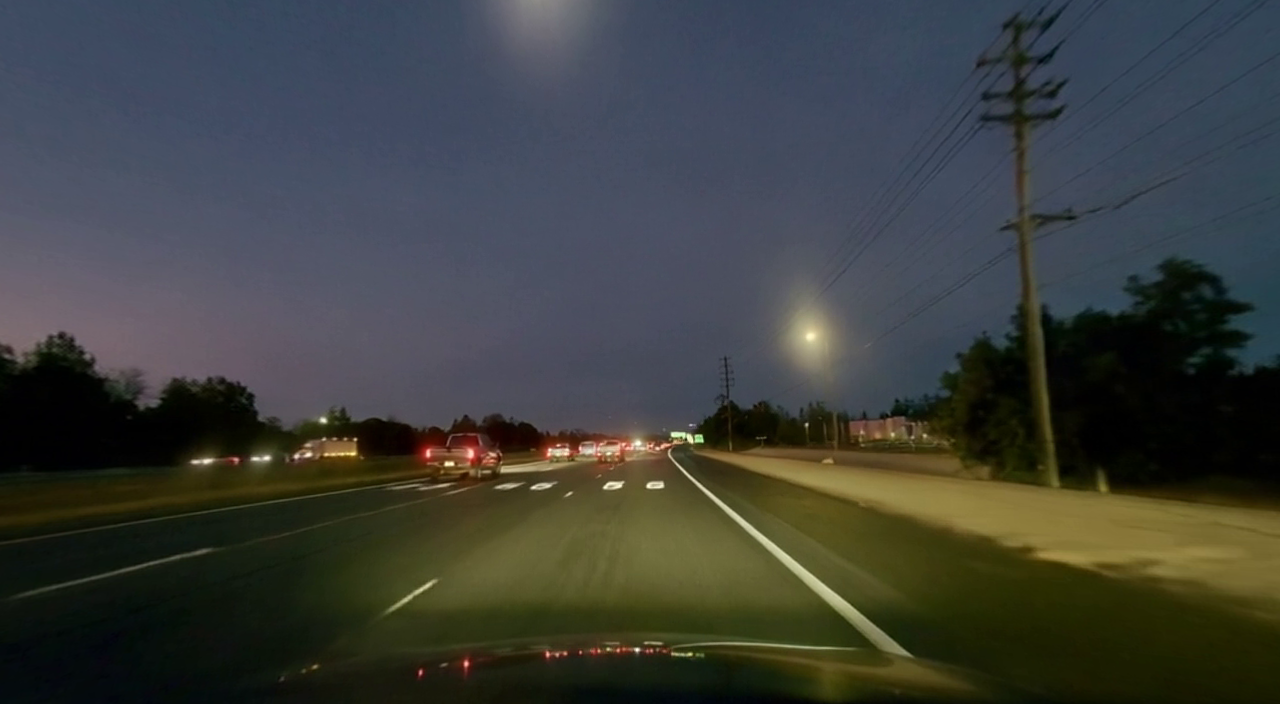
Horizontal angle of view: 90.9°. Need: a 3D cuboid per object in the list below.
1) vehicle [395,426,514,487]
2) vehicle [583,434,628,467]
[{"bbox_3d":[-6.790,3.953,24.190,2.460,1.992,6.474,0,-8,1],"label":"vehicle"},{"bbox_3d":[-2.195,6.491,41.779,2.448,2.025,5.193,-1,-8,3],"label":"vehicle"}]
